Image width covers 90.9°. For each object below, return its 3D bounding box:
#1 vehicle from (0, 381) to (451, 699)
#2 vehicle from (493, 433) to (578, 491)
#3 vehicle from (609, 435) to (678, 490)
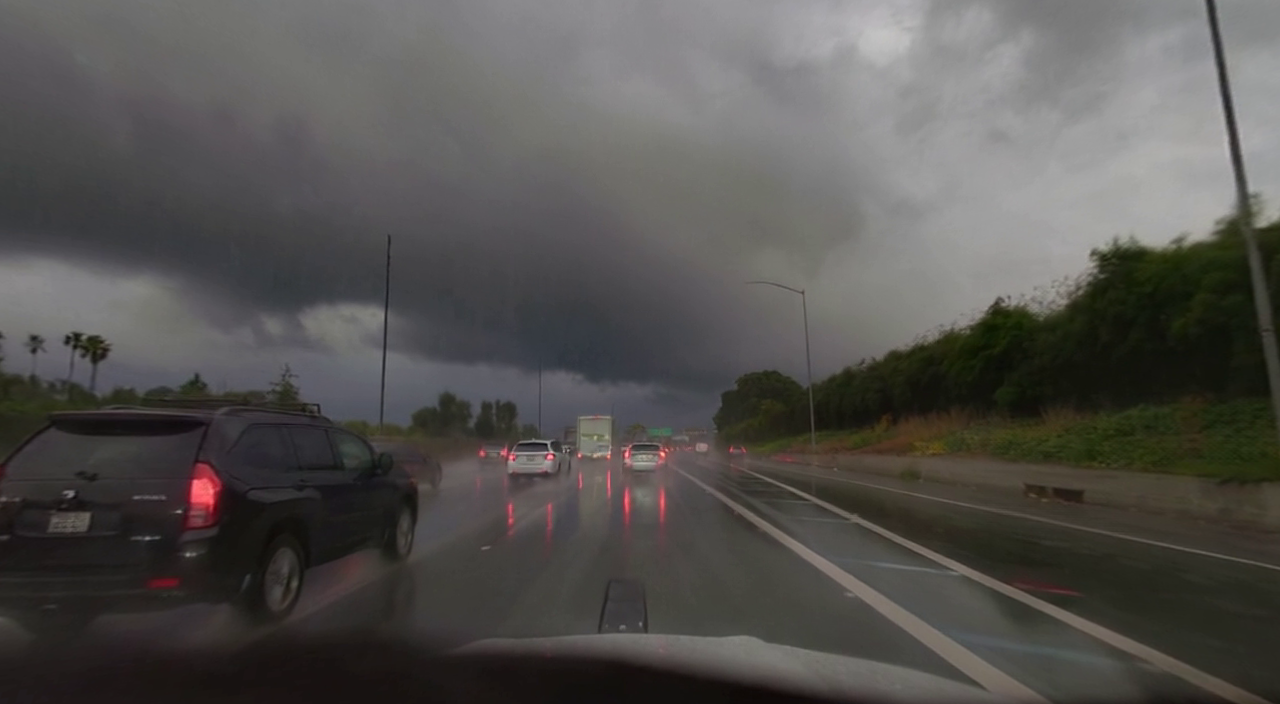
[{"bbox_3d":[-3.497,1.333,5.641,2.209,1.711,4.296,0,-8,1],"label":"vehicle"},{"bbox_3d":[-3.515,3.798,22.157,2.125,1.792,4.466,0,-8,1],"label":"vehicle"},{"bbox_3d":[0.138,3.774,21.917,2.180,1.716,3.920,0,-8,1],"label":"vehicle"}]
